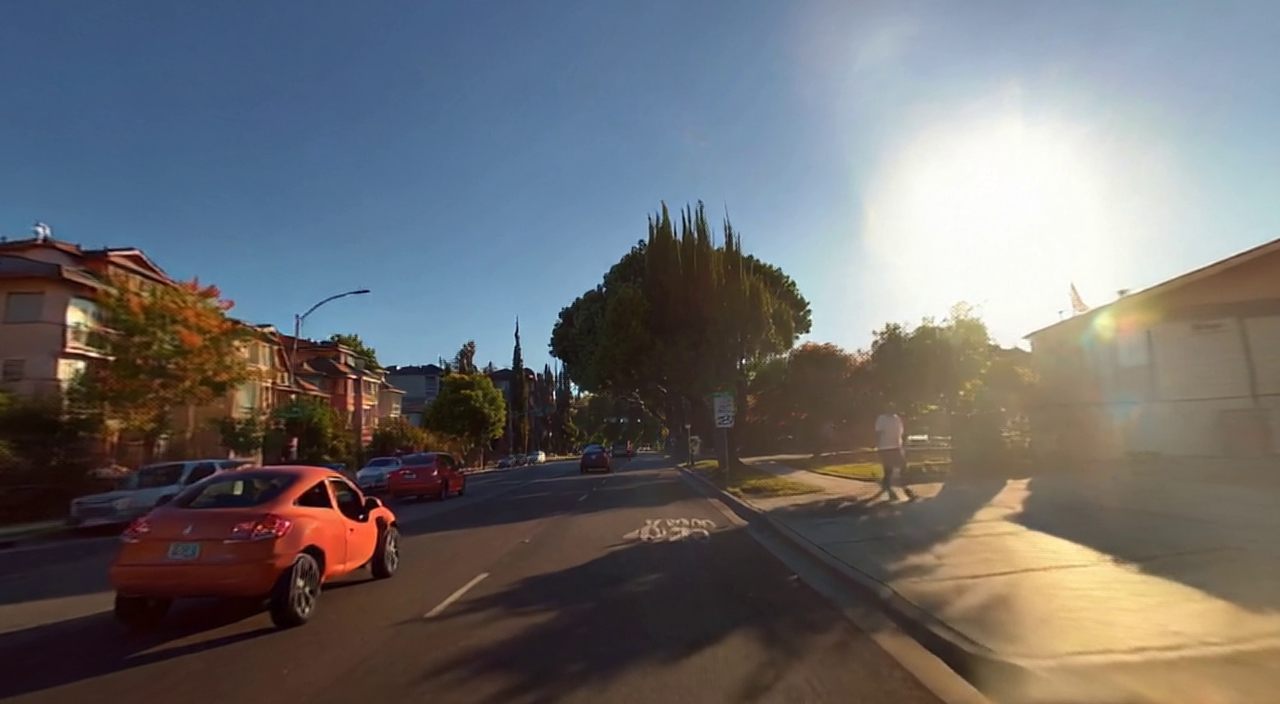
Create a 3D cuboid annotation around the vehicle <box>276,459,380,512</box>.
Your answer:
[{"bbox_3d":[-12.180,5.188,24.846,1.910,1.462,4.581,-4,-6,-2],"label":"vehicle"}]

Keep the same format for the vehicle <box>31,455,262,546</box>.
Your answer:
[{"bbox_3d":[-12.146,3.605,16.055,1.904,1.728,4.997,2,-7,-1],"label":"vehicle"}]

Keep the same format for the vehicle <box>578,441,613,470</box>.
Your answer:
[{"bbox_3d":[-2.902,6.831,41.614,1.908,1.809,4.230,0,-8,1],"label":"vehicle"}]

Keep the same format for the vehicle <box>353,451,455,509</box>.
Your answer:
[{"bbox_3d":[-8.988,4.872,24.426,2.019,1.907,4.697,0,-8,1],"label":"vehicle"}]
